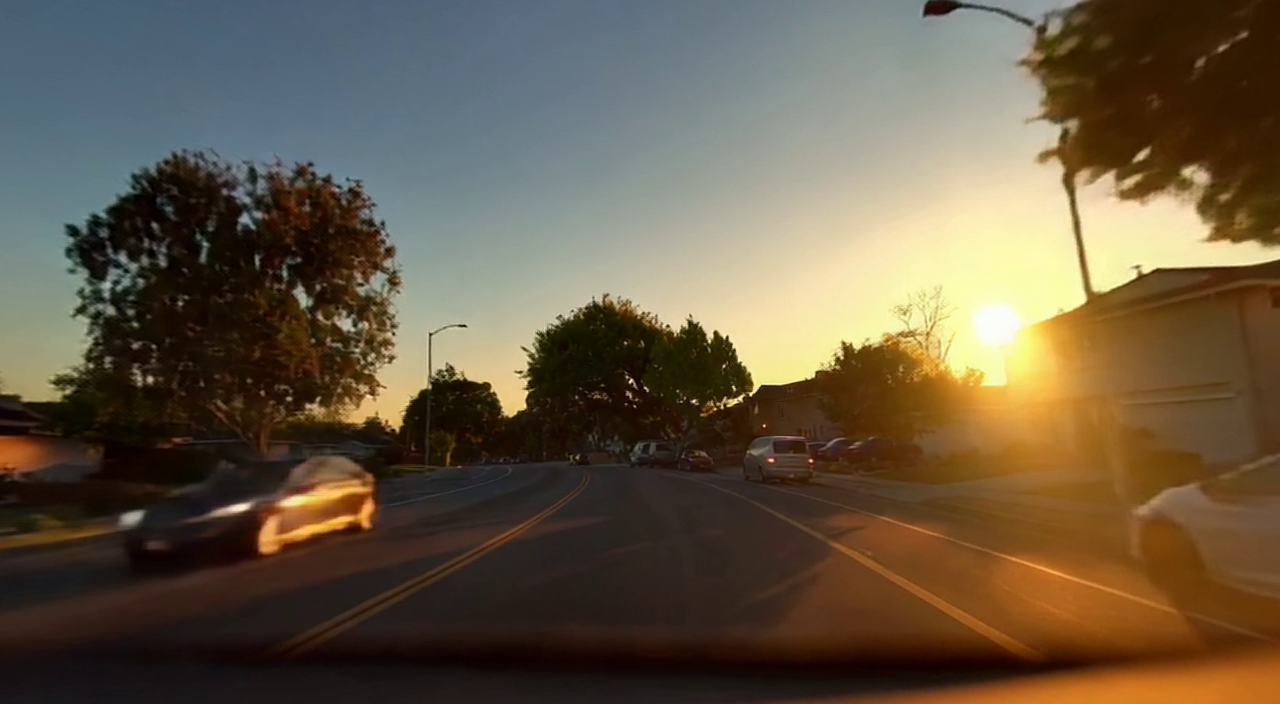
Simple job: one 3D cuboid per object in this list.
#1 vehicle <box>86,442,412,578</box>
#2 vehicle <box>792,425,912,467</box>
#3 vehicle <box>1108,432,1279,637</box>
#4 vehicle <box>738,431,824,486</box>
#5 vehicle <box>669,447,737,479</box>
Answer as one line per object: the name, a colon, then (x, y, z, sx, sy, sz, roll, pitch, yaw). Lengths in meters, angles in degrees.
vehicle: (-5.378, 2.169, 9.578, 2.058, 1.551, 4.247, -1, -8, 3)
vehicle: (13.436, 6.079, 40.487, 6.635, 2.414, 2.896, -1, -13, 4)
vehicle: (5.905, 1.333, 4.430, 2.080, 1.543, 4.294, -1, -8, 3)
vehicle: (5.976, 4.588, 27.547, 2.305, 2.111, 4.965, 0, -8, -4)
vehicle: (3.610, 6.509, 37.382, 2.713, 1.671, 4.939, 1, -8, -11)
